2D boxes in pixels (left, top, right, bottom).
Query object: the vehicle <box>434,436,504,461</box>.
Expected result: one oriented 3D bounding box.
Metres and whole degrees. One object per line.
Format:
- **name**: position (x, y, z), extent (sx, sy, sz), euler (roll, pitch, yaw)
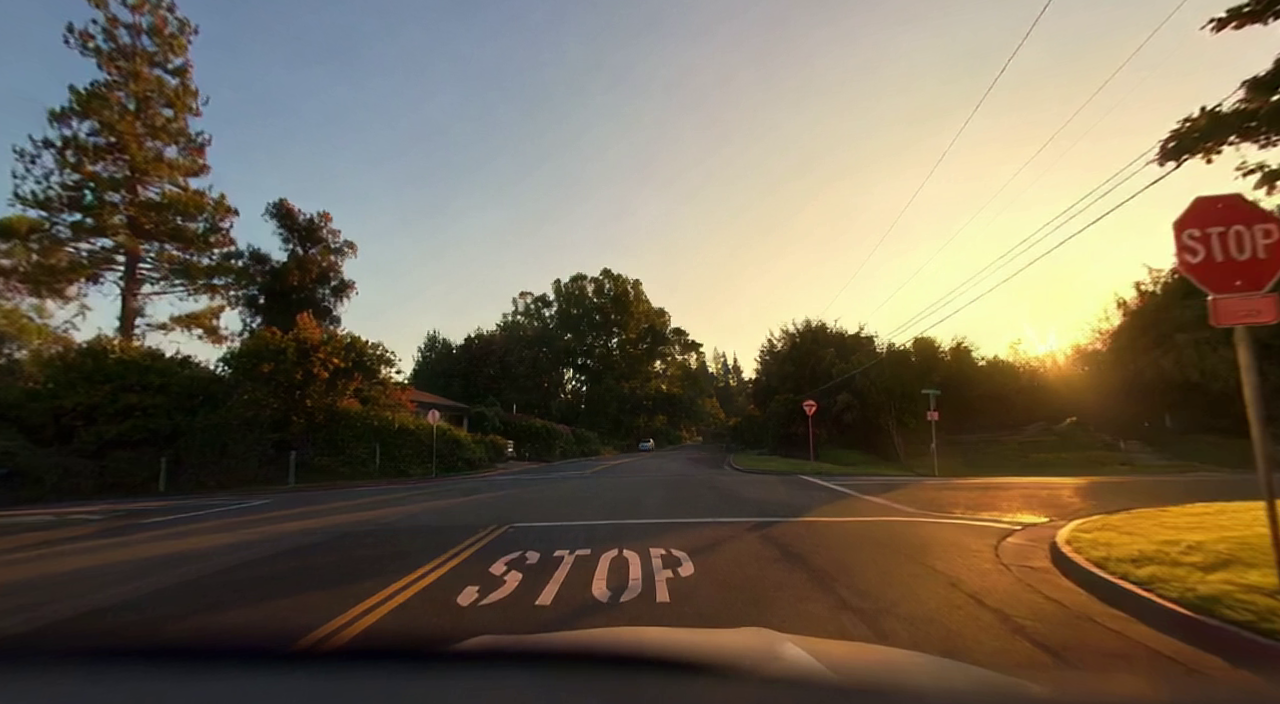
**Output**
- **vehicle**: position (-12.627, 7.163, 46.752), extent (4.590, 1.735, 1.973), euler (0, -8, 2)
